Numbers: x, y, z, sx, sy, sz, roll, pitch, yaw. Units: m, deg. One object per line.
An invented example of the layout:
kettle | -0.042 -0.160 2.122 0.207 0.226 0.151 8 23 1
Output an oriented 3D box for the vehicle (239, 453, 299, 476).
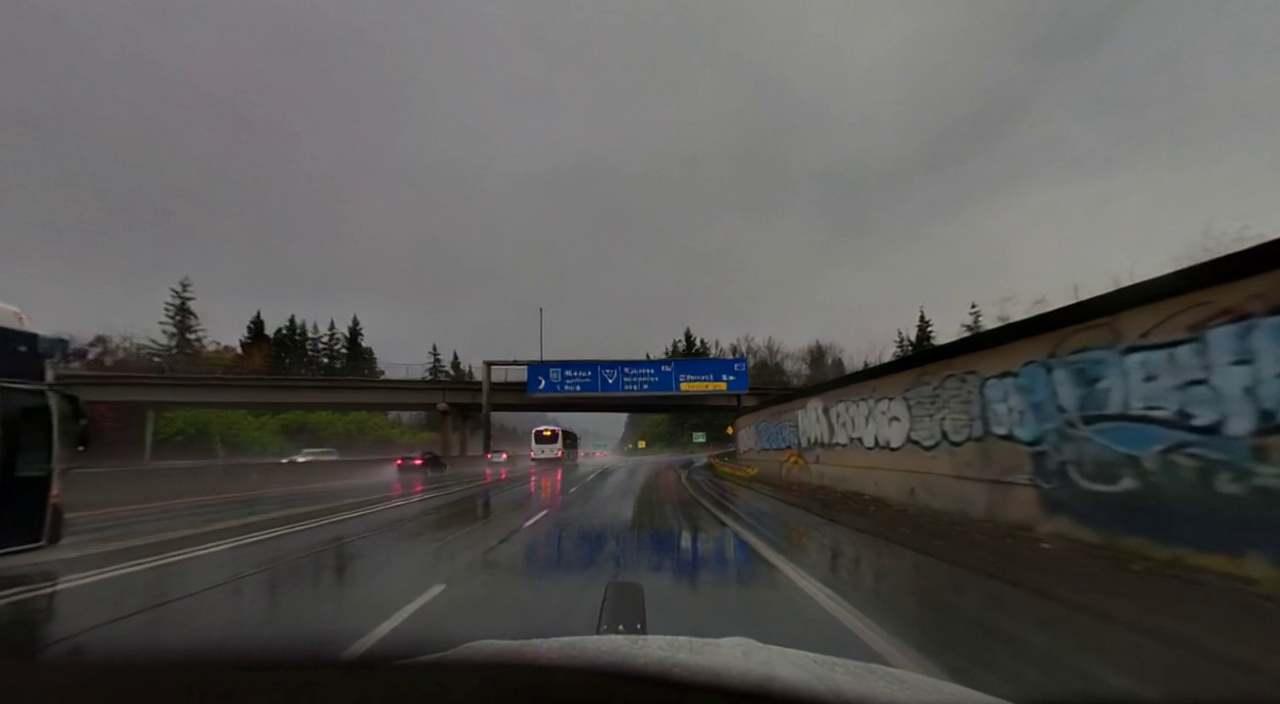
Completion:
vehicle | -25.331 7.678 43.233 1.701 1.390 4.014 0 -9 -1

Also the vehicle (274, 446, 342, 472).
vehicle | -22.273 7.174 42.609 1.999 1.640 4.855 0 -9 -1

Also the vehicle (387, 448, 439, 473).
vehicle | -14.300 6.873 40.015 1.878 1.470 3.825 0 -9 0

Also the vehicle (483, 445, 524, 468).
vehicle | -10.154 7.806 47.191 1.979 1.600 4.516 0 -9 1
